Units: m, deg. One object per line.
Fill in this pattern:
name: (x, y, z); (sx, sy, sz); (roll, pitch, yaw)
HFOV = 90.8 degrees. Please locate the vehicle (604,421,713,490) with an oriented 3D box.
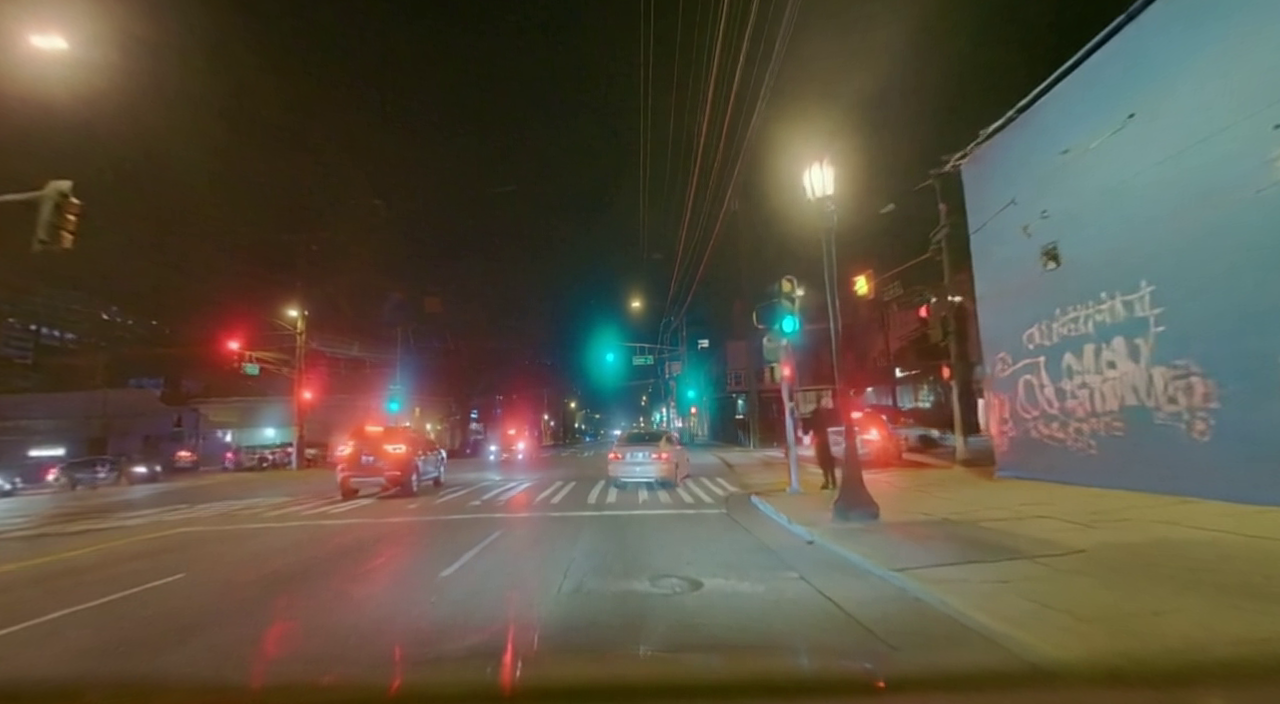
vehicle: (0.633, 2.568, 16.214); (2.059, 1.497, 4.260); (-1, -7, 12)

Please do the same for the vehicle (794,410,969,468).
vehicle: (7.503, 2.714, 19.904); (4.714, 1.686, 1.973); (1, -7, -8)

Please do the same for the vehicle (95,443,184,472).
vehicle: (-34.678, 7.296, 43.852); (4.492, 1.880, 1.879); (0, -7, -1)

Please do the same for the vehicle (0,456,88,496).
vehicle: (-26.006, 5.077, 26.060); (4.479, 1.484, 2.036); (0, -7, 0)

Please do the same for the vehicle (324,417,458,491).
vehicle: (-6.585, 2.733, 17.313); (2.063, 1.751, 4.229); (0, -7, -2)

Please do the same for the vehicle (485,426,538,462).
vehicle: (-5.754, 4.063, 28.090); (2.097, 1.457, 4.439); (2, -8, -13)

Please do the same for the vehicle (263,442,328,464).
vehicle: (-22.964, 6.717, 42.170); (3.360, 1.392, 1.674); (0, -8, 0)
